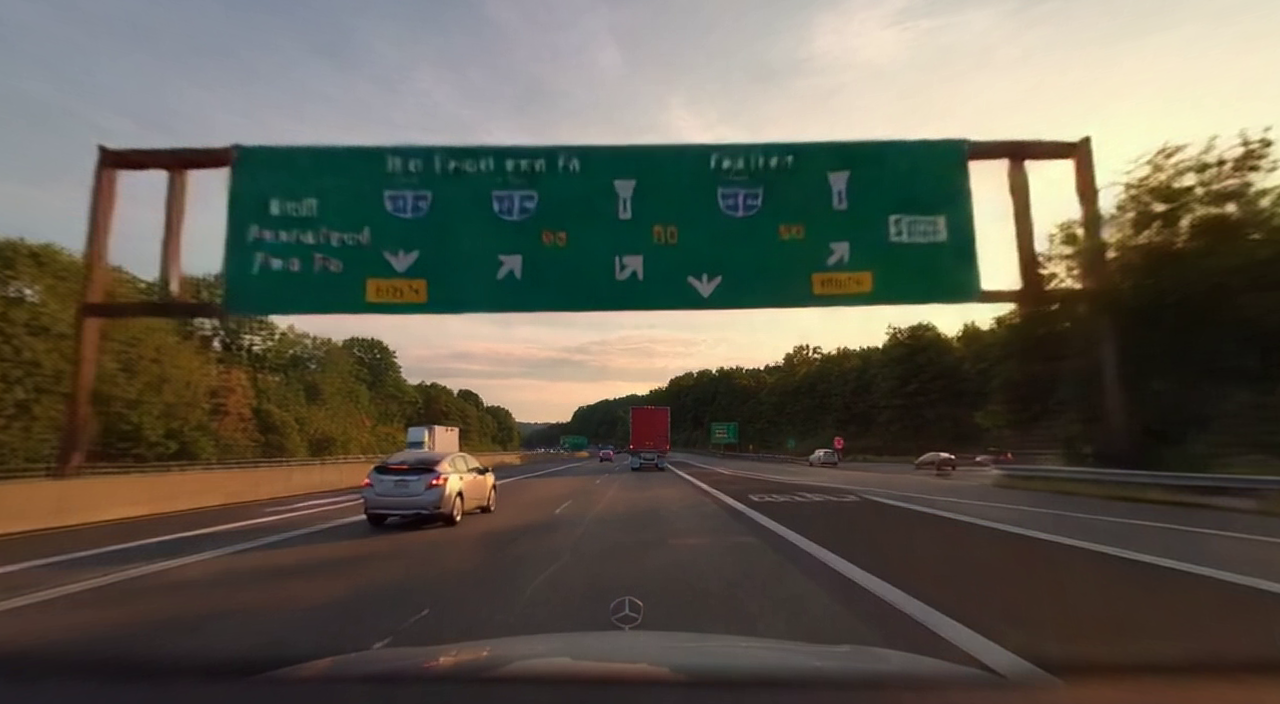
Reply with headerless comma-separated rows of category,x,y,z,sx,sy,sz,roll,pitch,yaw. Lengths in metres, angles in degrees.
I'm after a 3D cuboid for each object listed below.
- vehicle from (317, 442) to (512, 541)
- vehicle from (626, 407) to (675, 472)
vehicle,-3.849,2.432,11.743,1.931,1.466,4.458,0,-9,1
vehicle,0.674,6.244,44.513,3.022,4.072,10.318,0,-9,0
